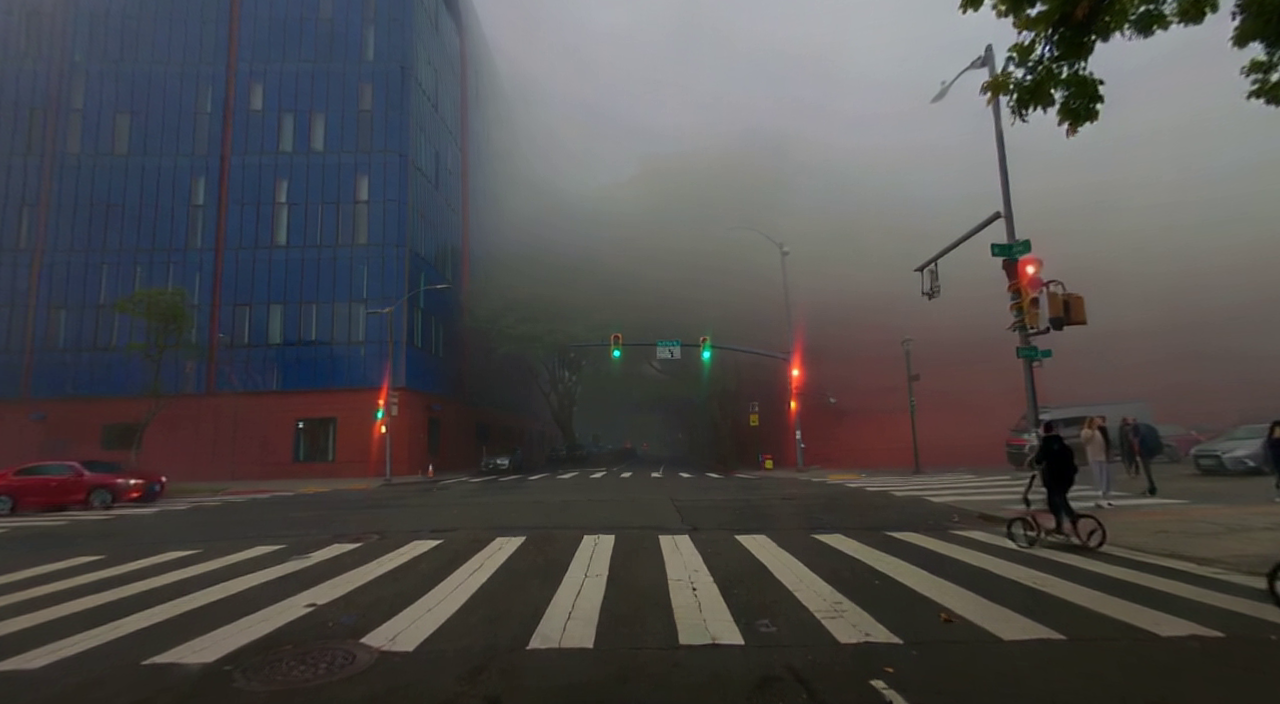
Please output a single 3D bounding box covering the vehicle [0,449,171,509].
[{"bbox_3d":[-17.194,3.738,18.845,4.641,1.616,2.051,0,-8,-2],"label":"vehicle"}]
